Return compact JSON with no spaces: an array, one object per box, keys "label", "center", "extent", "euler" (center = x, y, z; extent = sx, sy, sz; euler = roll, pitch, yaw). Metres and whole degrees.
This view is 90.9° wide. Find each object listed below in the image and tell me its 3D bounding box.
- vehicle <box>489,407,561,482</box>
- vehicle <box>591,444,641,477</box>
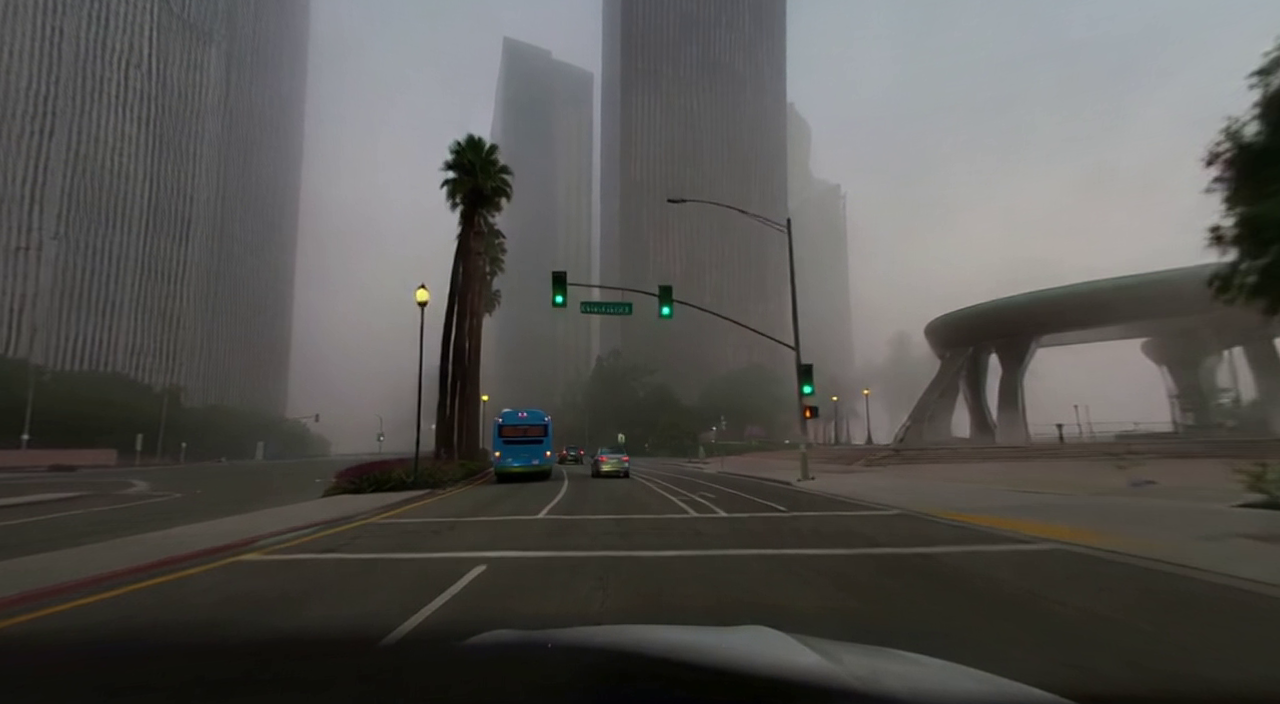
[{"label":"vehicle","center":[-5.246,4.431,30.249],"extent":[2.678,3.042,8.474],"euler":[1,-8,-6]},{"label":"vehicle","center":[-1.230,5.282,30.935],"extent":[2.107,1.481,4.097],"euler":[1,-9,-7]}]
